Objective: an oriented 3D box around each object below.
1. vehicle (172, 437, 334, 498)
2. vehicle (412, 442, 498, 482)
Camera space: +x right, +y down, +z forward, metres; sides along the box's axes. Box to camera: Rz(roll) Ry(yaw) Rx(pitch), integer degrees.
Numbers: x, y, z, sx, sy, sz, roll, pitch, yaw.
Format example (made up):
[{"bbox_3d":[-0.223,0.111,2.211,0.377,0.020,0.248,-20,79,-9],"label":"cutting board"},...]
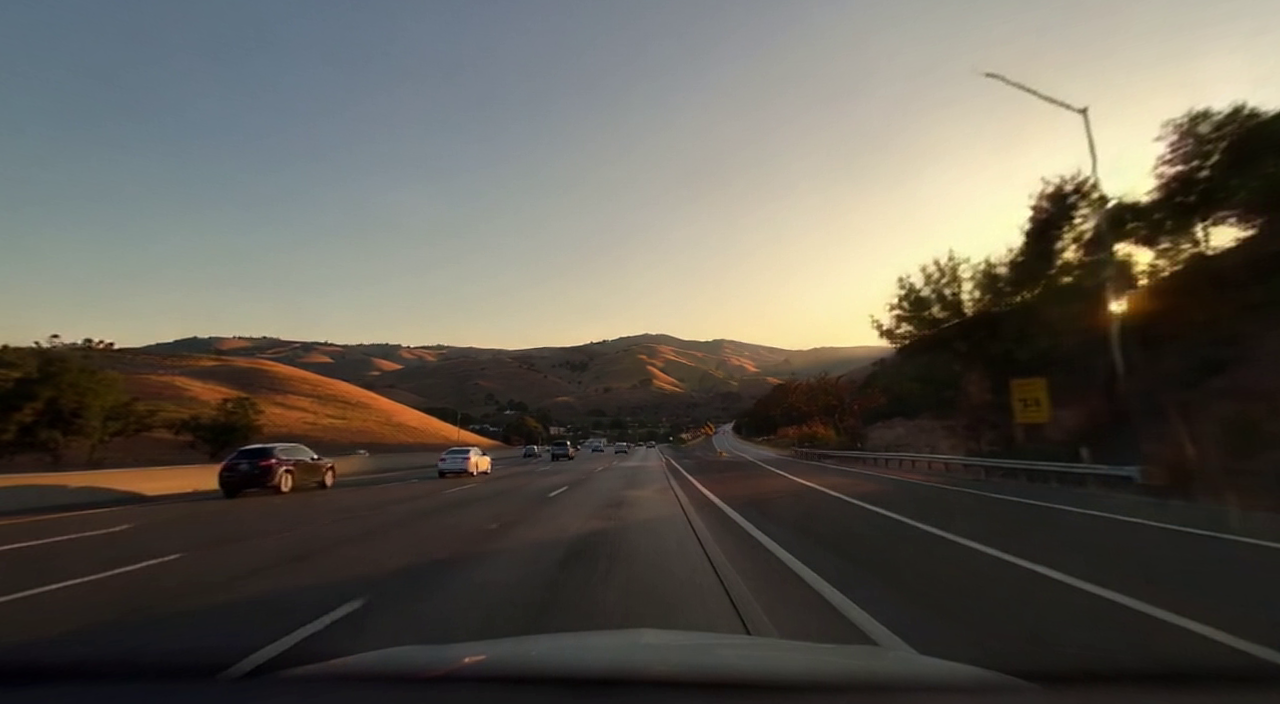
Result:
[{"bbox_3d":[-11.686,3.506,19.535,2.020,1.645,4.629,0,-9,1],"label":"vehicle"},{"bbox_3d":[-7.533,4.522,26.194,2.107,1.484,4.449,0,-9,1],"label":"vehicle"}]
